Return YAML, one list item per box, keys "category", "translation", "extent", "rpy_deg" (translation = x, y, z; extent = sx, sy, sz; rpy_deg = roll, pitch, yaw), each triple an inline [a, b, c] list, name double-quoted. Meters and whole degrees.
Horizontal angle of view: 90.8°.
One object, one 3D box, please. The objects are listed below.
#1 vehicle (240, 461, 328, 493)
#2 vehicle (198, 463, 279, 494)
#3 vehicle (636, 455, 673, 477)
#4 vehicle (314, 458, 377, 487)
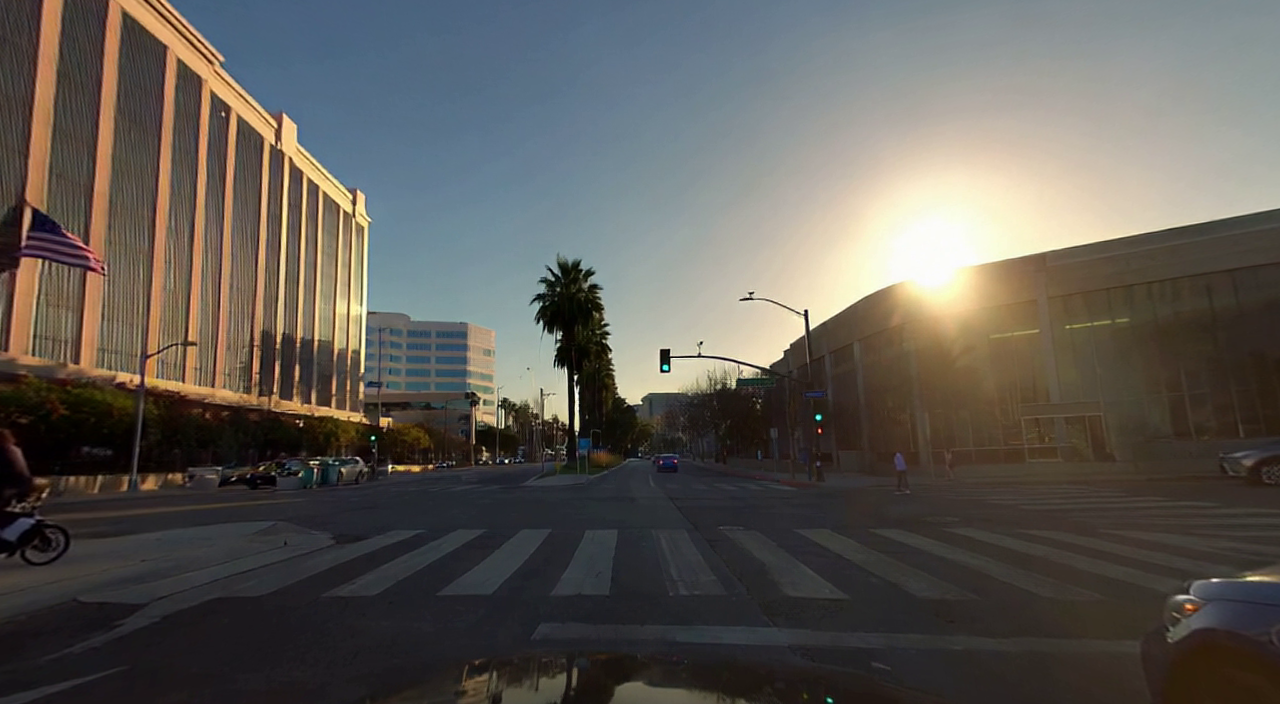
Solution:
- category: "vehicle"
  translation: [-19.910, 6.986, 35.651]
  extent: [2.069, 1.540, 4.774]
  rpy_deg: [0, -8, 2]
- category: "vehicle"
  translation: [-23.226, 7.311, 36.737]
  extent: [2.061, 1.534, 4.138]
  rpy_deg: [0, -8, -2]
- category: "vehicle"
  translation: [1.042, 8.629, 47.949]
  extent: [2.000, 1.525, 4.273]
  rpy_deg: [1, -9, -10]
- category: "vehicle"
  translation: [-20.173, 8.264, 43.491]
  extent: [2.043, 1.745, 4.420]
  rpy_deg: [-1, -9, 2]
